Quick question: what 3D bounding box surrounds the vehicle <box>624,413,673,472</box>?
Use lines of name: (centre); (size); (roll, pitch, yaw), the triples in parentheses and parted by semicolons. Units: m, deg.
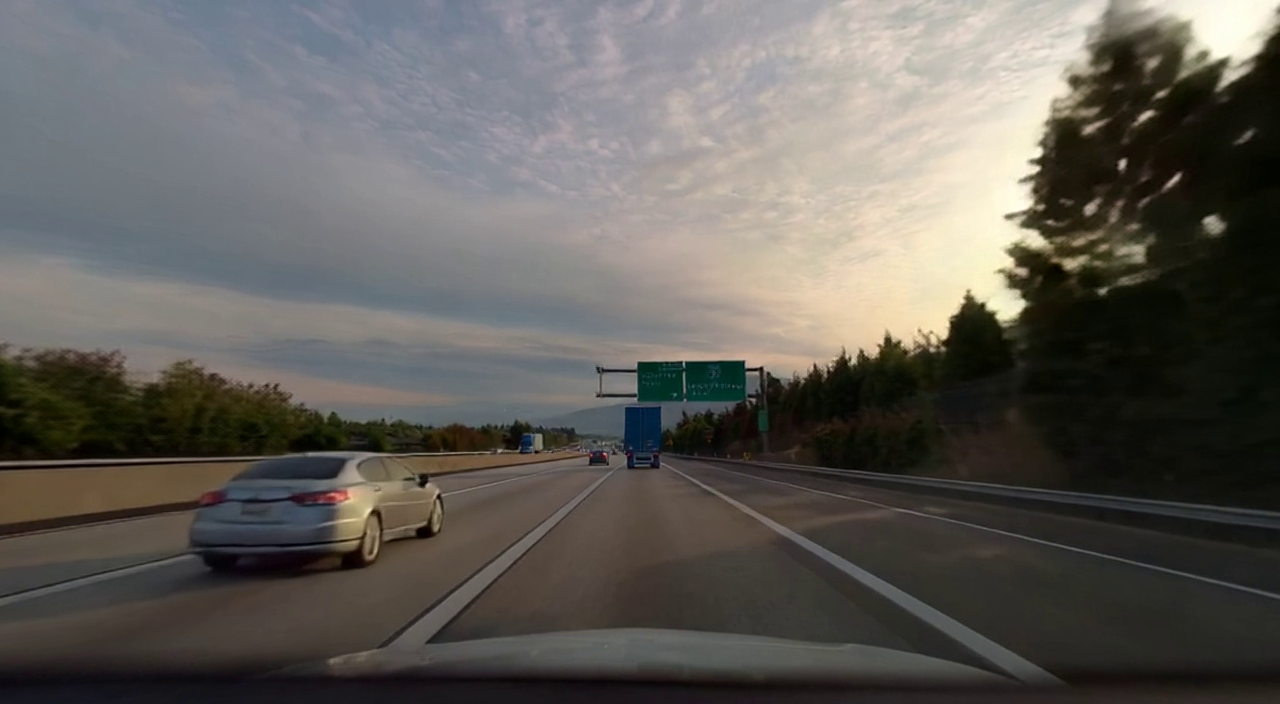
vehicle: (0.417, 6.273, 43.386); (2.893, 3.628, 9.081); (0, -9, -2)

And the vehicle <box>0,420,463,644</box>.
vehicle: (-3.779, 1.640, 6.965); (2.114, 1.523, 5.110); (0, -9, 1)
